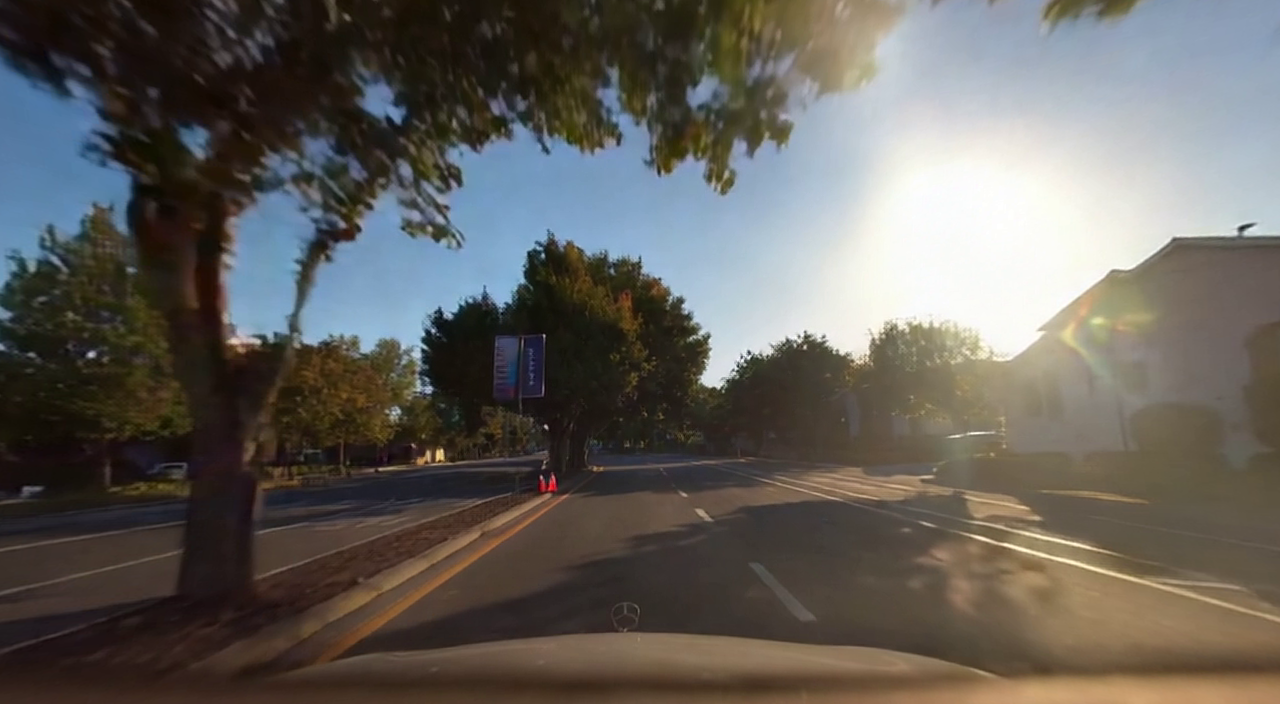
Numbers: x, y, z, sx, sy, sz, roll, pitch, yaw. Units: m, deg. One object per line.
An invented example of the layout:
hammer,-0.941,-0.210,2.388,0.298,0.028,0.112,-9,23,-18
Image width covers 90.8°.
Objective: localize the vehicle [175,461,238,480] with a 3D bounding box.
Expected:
vehicle,-33.639,9.211,49.098,3.512,1.321,1.874,0,-9,-4
